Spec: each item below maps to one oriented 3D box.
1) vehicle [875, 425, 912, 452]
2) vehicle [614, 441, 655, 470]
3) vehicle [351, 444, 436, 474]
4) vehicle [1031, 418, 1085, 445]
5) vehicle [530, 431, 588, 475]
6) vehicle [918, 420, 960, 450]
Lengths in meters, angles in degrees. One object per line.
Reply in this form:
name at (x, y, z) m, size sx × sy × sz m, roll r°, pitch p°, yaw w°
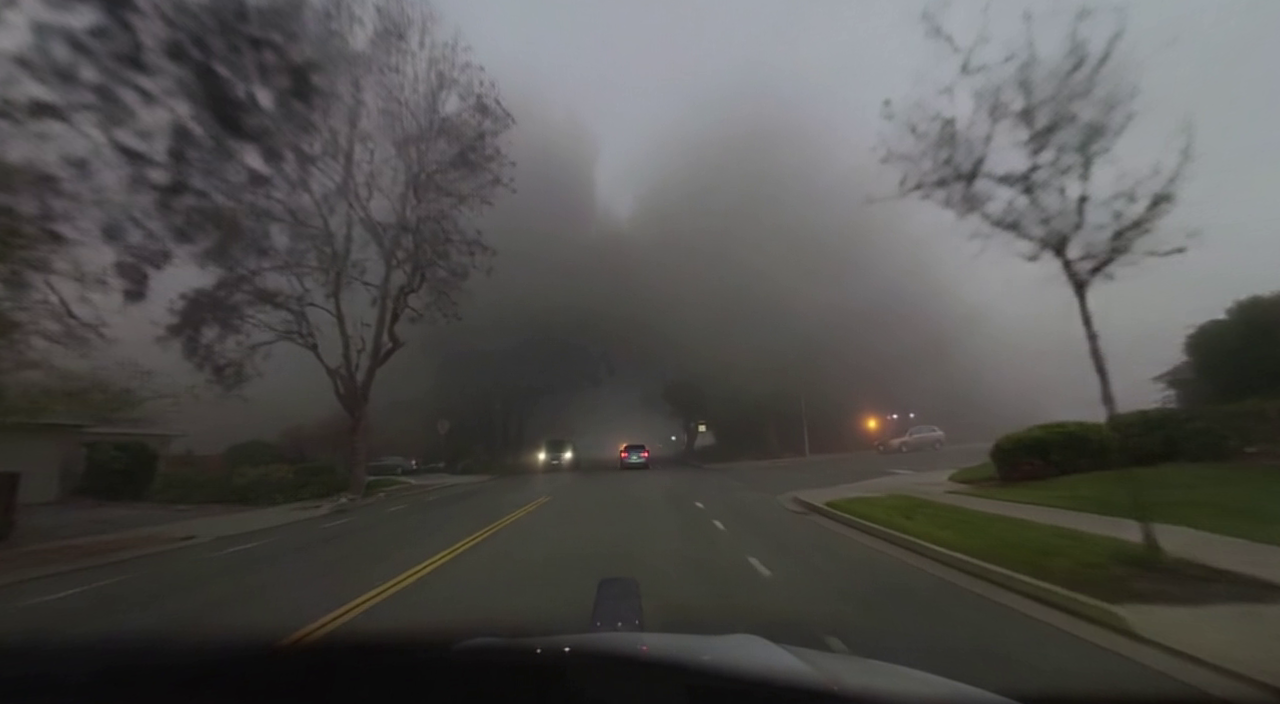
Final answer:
vehicle at (16.931, 5.732, 42.252) m, size 1.979 × 1.434 × 4.607 m, roll -7°, pitch -7°, yaw 21°
vehicle at (-0.291, 5.605, 34.412) m, size 2.098 × 1.483 × 4.099 m, roll 0°, pitch -9°, yaw -1°
vehicle at (-14.992, 6.515, 38.562) m, size 4.223 × 1.753 × 2.134 m, roll -1°, pitch -9°, yaw 6°
vehicle at (25.327, 4.780, 38.388) m, size 1.603 × 1.430 × 3.662 m, roll -3°, pitch -6°, yaw 15°
vehicle at (-4.459, 5.662, 35.602) m, size 2.451 × 2.182 × 5.485 m, roll -2°, pitch -9°, yaw 0°
vehicle at (19.542, 5.373, 41.442) m, size 2.114 × 1.677 × 4.707 m, roll -5°, pitch -6°, yaw 22°
